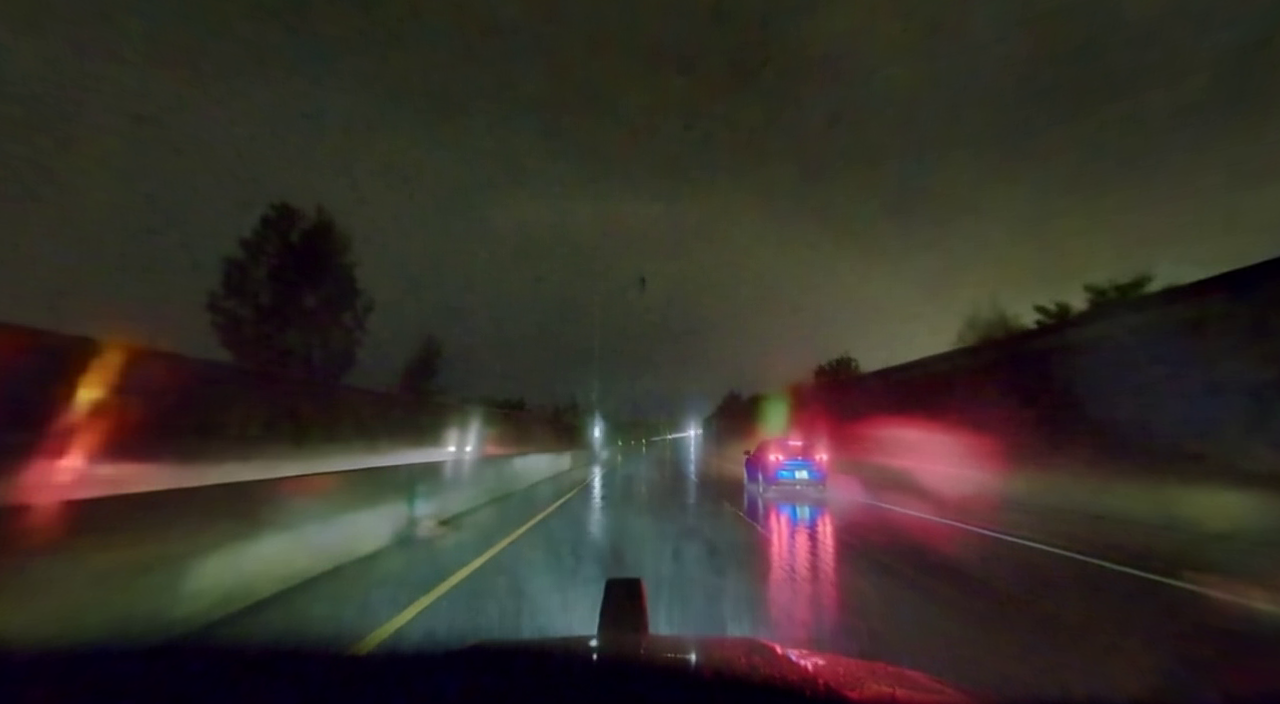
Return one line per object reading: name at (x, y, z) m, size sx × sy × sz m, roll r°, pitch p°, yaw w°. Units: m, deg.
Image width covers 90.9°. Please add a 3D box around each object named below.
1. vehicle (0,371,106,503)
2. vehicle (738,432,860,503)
vehicle at (-22.436, 2.094, 15.925) m, size 3.284 × 4.203 × 16.559 m, roll -1°, pitch -8°, yaw 1°
vehicle at (3.771, 2.821, 15.757) m, size 1.997 × 1.515 × 4.025 m, roll 0°, pitch -9°, yaw 0°
